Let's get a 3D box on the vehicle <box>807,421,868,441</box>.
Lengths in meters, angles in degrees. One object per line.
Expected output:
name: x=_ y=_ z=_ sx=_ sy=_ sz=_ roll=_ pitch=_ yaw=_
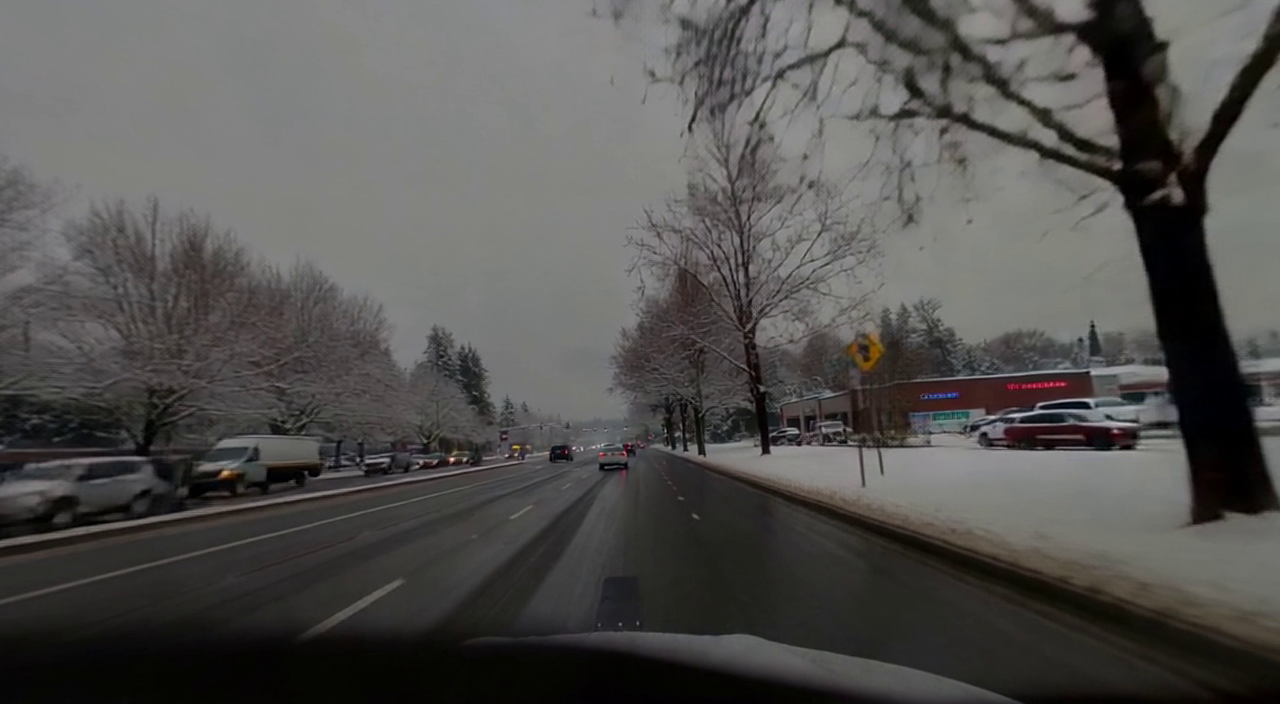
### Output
vehicle: x=15.478 y=6.210 z=49.629 sx=3.956 sy=1.504 sz=2.170 roll=2 pitch=-8 yaw=-9

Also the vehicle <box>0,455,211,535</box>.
vehicle: x=-12.755 y=3.250 z=14.990 sx=2.013 sy=1.498 sz=4.474 roll=0 pitch=-8 yaw=0

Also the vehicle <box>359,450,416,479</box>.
vehicle: x=-16.741 y=7.423 z=42.090 sx=2.016 sy=1.598 sz=4.545 roll=-3 pitch=-8 yaw=-1

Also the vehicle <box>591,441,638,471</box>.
vehicle: x=-1.317 y=5.628 z=34.442 sx=2.235 sy=1.500 sz=4.420 roll=0 pitch=-8 yaw=2

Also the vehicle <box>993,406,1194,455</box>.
vehicle: x=13.995 y=2.483 z=19.715 sx=4.739 sy=1.424 sz=1.936 roll=0 pitch=-8 yaw=0

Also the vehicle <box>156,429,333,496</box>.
vehicle: x=-17.764 y=4.975 z=29.121 sx=2.599 sy=2.675 sz=7.177 roll=-1 pitch=-8 yaw=10
